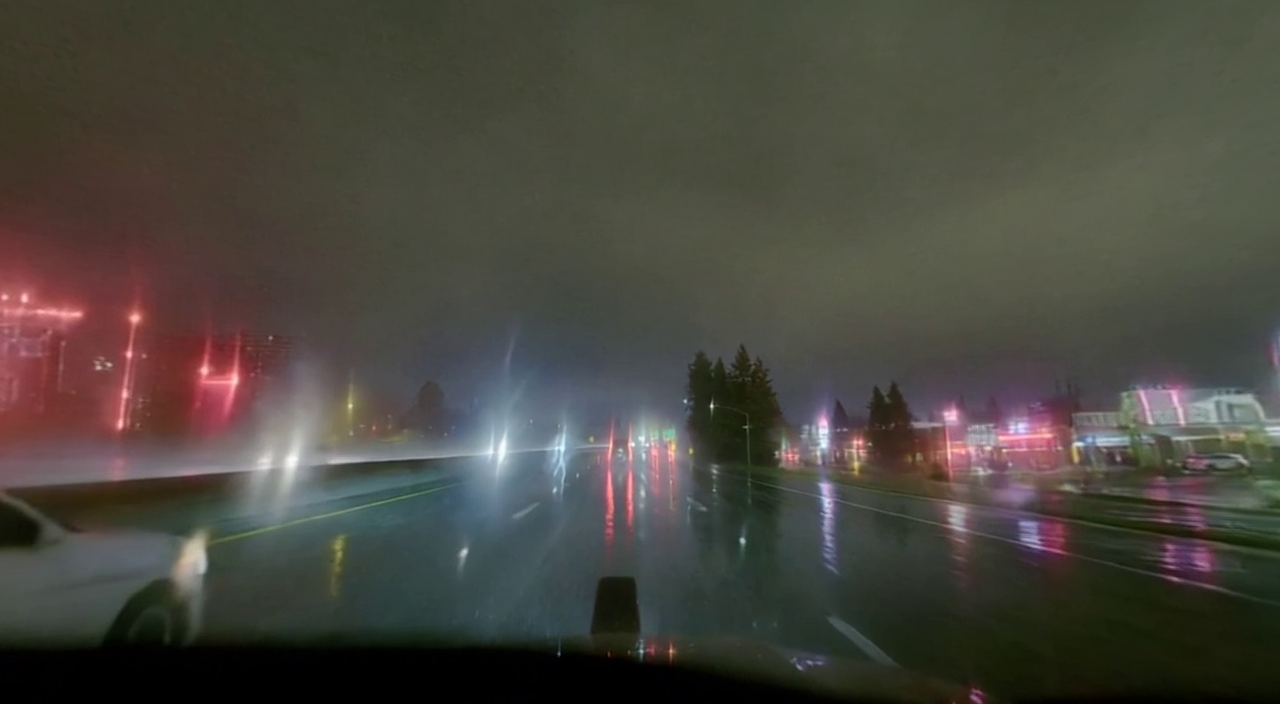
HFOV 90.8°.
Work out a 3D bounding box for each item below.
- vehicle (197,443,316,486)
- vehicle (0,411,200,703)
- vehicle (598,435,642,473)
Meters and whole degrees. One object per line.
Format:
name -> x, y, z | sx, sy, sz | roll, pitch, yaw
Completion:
vehicle -> -15.446, 4.536, 25.808 | 2.011, 1.549, 4.511 | 0, -9, 0
vehicle -> -4.102, 0.910, 2.214 | 1.907, 1.483, 4.562 | 0, -9, -1
vehicle -> -1.024, 5.386, 33.446 | 2.155, 1.856, 4.796 | 0, -9, 0
